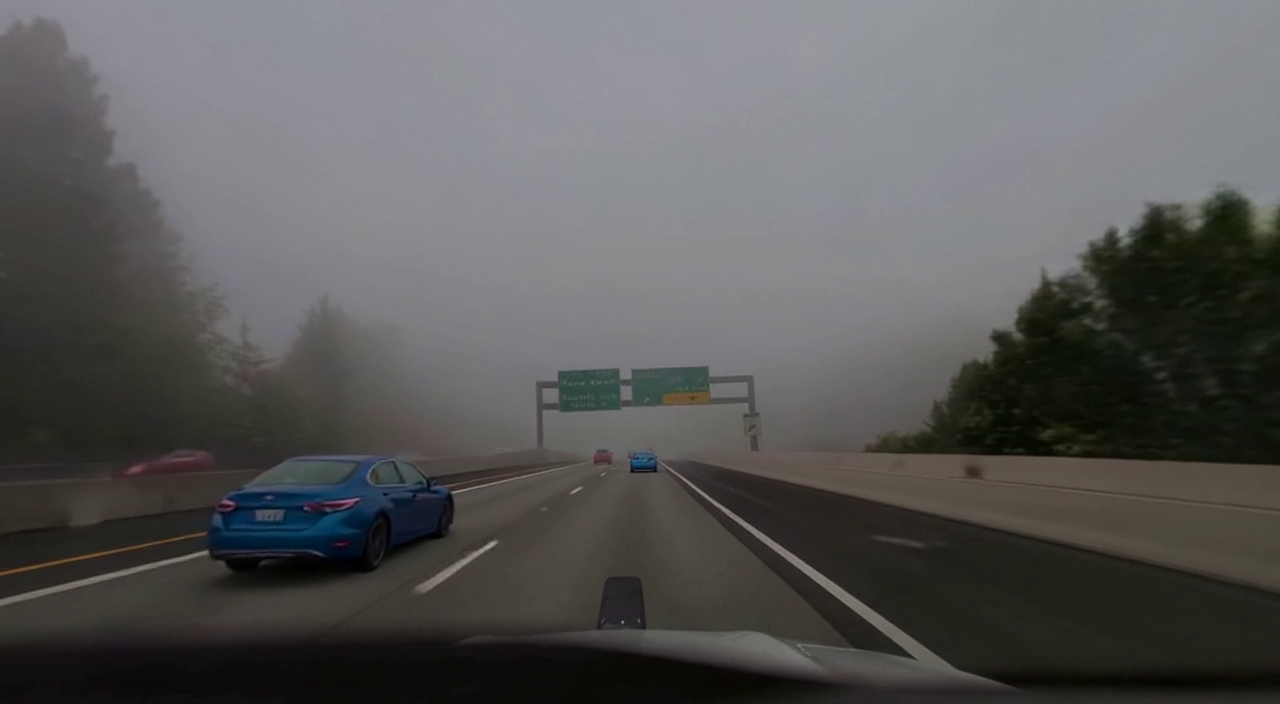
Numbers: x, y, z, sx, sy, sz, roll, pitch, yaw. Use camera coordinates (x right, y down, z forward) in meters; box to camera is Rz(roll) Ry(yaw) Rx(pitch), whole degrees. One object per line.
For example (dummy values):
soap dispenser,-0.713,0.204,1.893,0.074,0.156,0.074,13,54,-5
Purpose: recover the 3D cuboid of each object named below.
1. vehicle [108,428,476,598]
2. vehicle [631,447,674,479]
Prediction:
vehicle,-3.623,1.752,7.693,2.062,1.474,4.151,0,-9,1
vehicle,0.574,5.385,30.837,2.002,1.449,3.612,0,-9,0
